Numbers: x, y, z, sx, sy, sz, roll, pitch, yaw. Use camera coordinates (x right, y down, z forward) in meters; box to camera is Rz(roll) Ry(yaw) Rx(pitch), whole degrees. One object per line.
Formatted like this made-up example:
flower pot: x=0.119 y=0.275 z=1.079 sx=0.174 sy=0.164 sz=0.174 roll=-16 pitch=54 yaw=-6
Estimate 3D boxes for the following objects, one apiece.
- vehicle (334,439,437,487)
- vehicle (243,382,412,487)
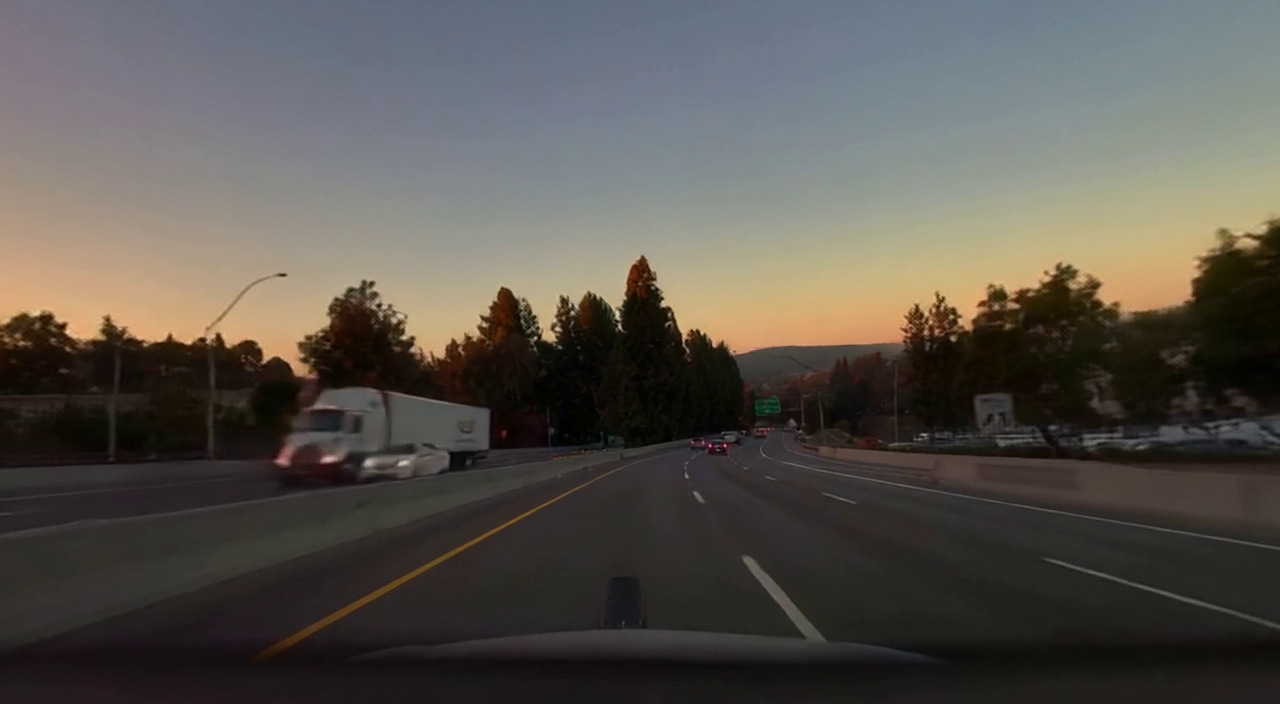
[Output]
vehicle: x=-9.747 y=4.268 z=24.608 sx=2.008 sy=1.686 sz=4.398 roll=0 pitch=-8 yaw=2
vehicle: x=-13.595 y=3.779 z=28.612 sx=3.020 sy=4.048 sz=8.294 roll=0 pitch=-8 yaw=3
